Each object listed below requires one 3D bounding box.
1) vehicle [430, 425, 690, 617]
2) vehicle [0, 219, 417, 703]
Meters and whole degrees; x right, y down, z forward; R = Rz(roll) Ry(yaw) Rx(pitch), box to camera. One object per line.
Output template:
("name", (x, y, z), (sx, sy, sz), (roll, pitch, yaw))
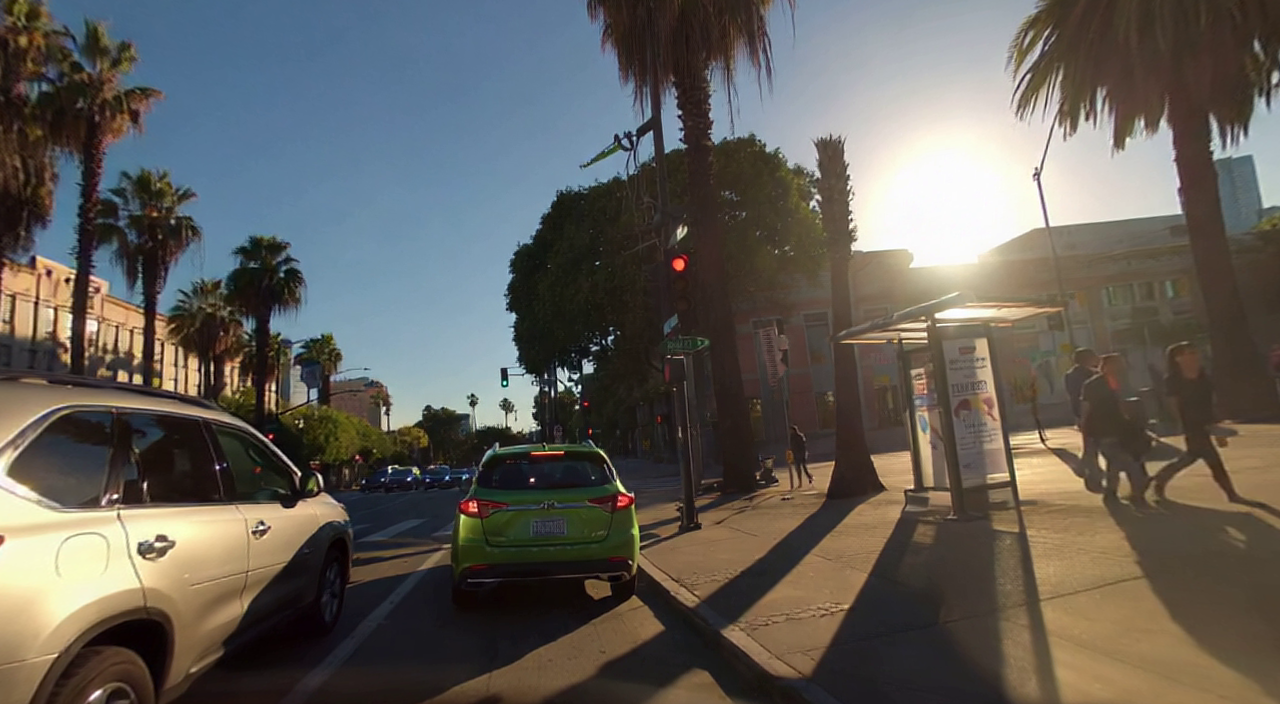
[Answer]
("vehicle", (-1.024, 1.652, 7.240), (2.065, 1.467, 4.289), (2, -9, -11))
("vehicle", (-2.765, 0.905, 3.221), (2.098, 1.851, 4.571), (1, -9, -7))
